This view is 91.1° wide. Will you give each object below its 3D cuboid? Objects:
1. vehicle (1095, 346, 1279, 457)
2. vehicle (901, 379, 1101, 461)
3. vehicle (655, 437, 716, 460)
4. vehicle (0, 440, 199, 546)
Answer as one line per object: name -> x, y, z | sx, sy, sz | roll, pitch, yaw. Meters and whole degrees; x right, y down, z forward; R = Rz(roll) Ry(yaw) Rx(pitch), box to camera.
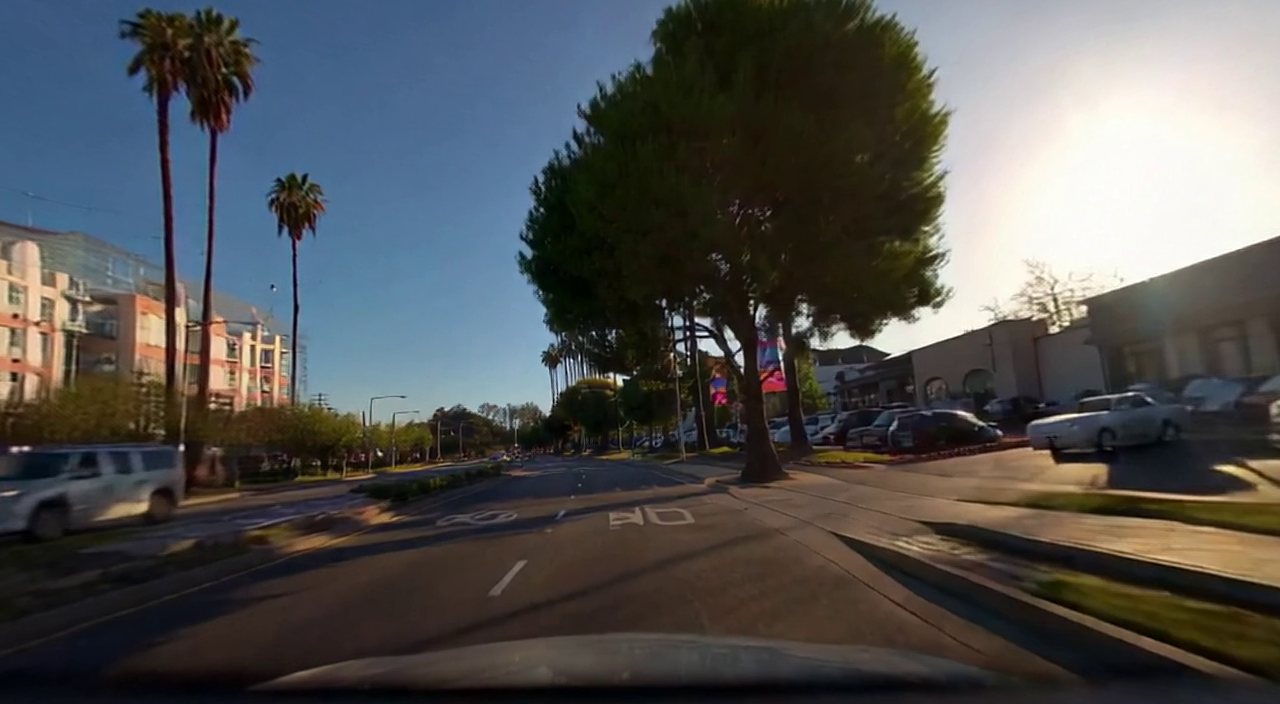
vehicle -> 10.610, 0.876, 10.418 | 4.423, 1.662, 2.097 | 0, -8, 1
vehicle -> 11.486, 2.263, 20.315 | 4.873, 1.955, 2.245 | -6, -11, -1
vehicle -> 3.436, 7.207, 47.017 | 4.248, 1.663, 2.180 | 8, -11, -43
vehicle -> -12.977, 3.026, 14.308 | 2.239, 1.955, 5.017 | 0, -8, -1
